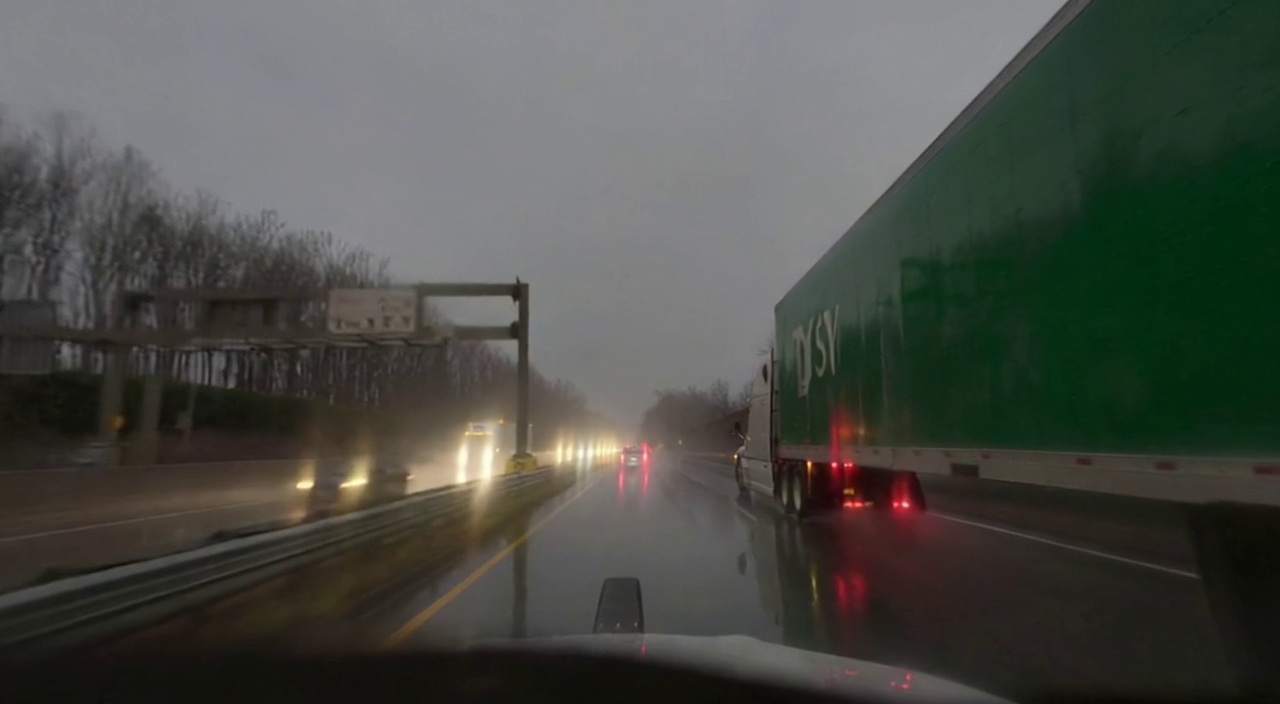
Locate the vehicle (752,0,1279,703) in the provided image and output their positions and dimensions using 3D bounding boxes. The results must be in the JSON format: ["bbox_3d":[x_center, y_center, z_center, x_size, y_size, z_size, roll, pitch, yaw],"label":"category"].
[{"bbox_3d":[4.502,0.435,8.334,3.317,4.020,14.141,0,-9,0],"label":"vehicle"}]

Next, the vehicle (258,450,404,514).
[{"bbox_3d":[-8.409,3.541,17.575,1.921,1.519,4.291,-1,-9,0],"label":"vehicle"}]

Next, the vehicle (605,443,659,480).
[{"bbox_3d":[-0.333,4.864,28.010,2.244,1.506,4.097,-1,-9,0],"label":"vehicle"}]
